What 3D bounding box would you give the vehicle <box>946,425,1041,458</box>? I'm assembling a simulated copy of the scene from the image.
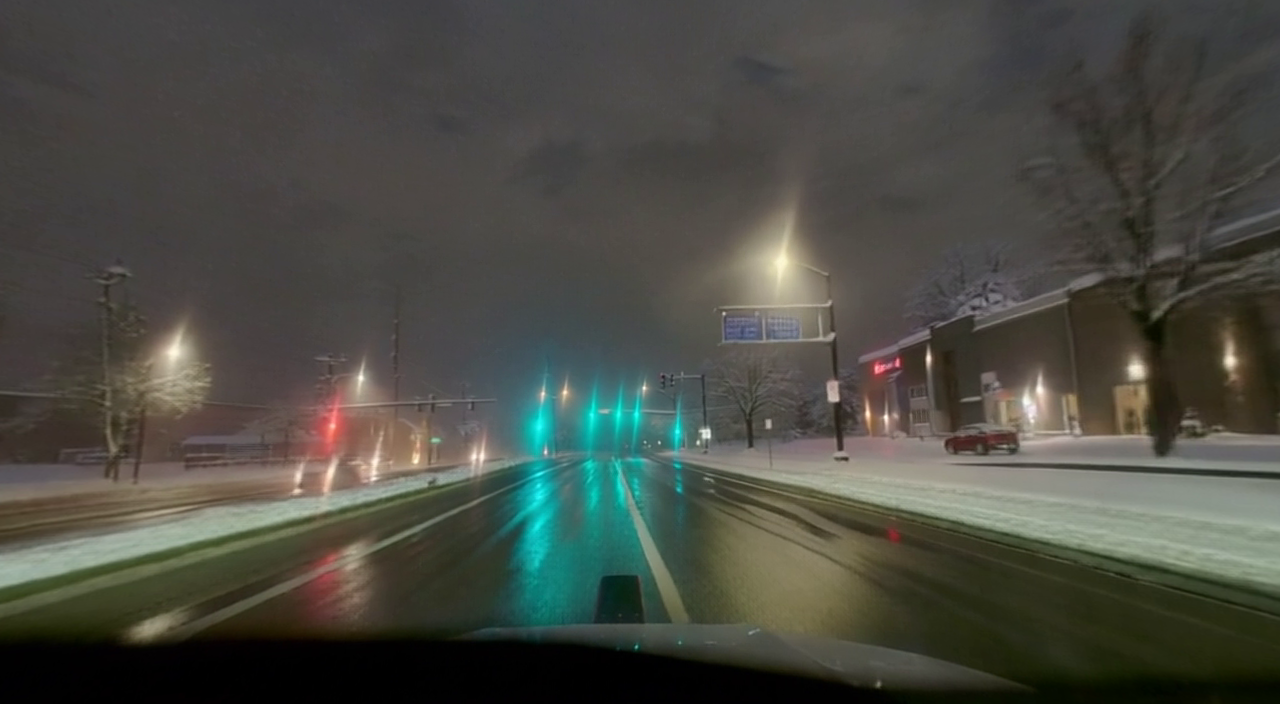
[{"bbox_3d":[16.973,4.337,30.611,1.812,1.467,4.411,0,-8,-4],"label":"vehicle"}]
